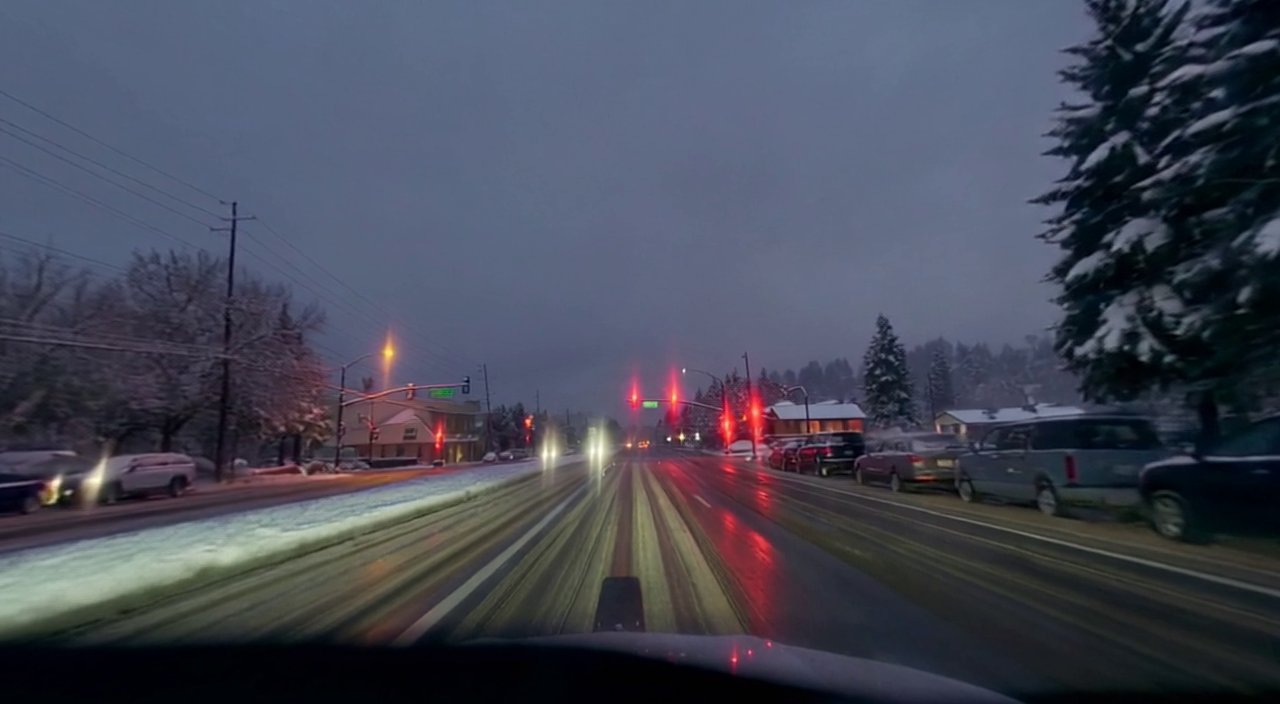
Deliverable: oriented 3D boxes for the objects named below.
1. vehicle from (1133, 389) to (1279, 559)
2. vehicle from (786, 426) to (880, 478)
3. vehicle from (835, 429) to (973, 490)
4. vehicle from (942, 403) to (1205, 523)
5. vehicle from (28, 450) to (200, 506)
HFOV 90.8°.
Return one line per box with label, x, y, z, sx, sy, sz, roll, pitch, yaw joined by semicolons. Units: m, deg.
vehicle;7.960;1.239;6.327;2.034;1.822;4.953;0;-9;0
vehicle;7.650;4.054;25.698;2.130;1.877;5.334;0;-9;0
vehicle;7.892;3.267;19.488;1.987;1.628;4.712;0;-9;-3
vehicle;8.135;2.136;12.591;1.870;1.912;4.657;0;-9;0
vehicle;-22.287;5.312;27.267;2.328;1.929;6.055;-4;-9;0
